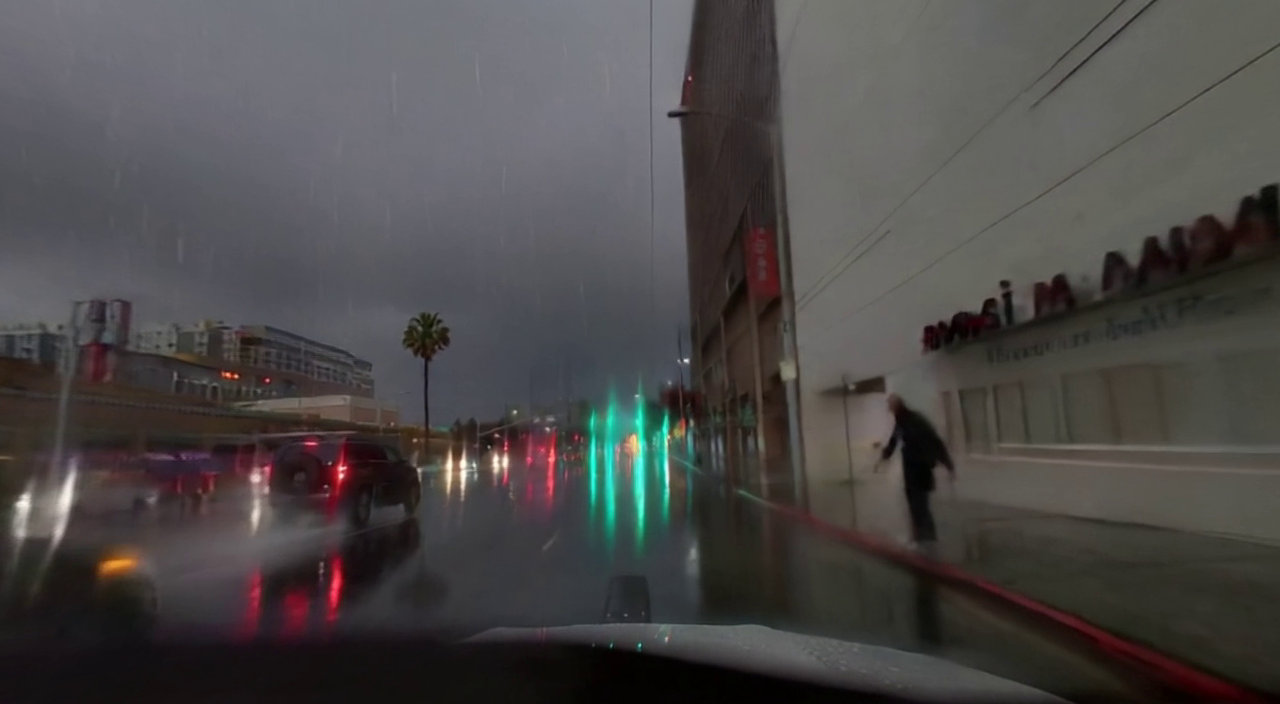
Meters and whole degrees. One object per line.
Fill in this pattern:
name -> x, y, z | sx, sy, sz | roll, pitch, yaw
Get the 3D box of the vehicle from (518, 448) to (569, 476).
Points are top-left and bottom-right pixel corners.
vehicle -> -5.339, 6.167, 35.450 | 2.030, 1.488, 4.650 | 0, -9, 2

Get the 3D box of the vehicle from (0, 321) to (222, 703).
vehicle -> -3.229, 0.537, 0.581 | 2.277, 1.743, 4.893 | 0, -9, 0

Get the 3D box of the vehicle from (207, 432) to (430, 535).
vehicle -> -6.197, 2.600, 13.010 | 2.007, 1.698, 4.759 | 0, -9, 1
